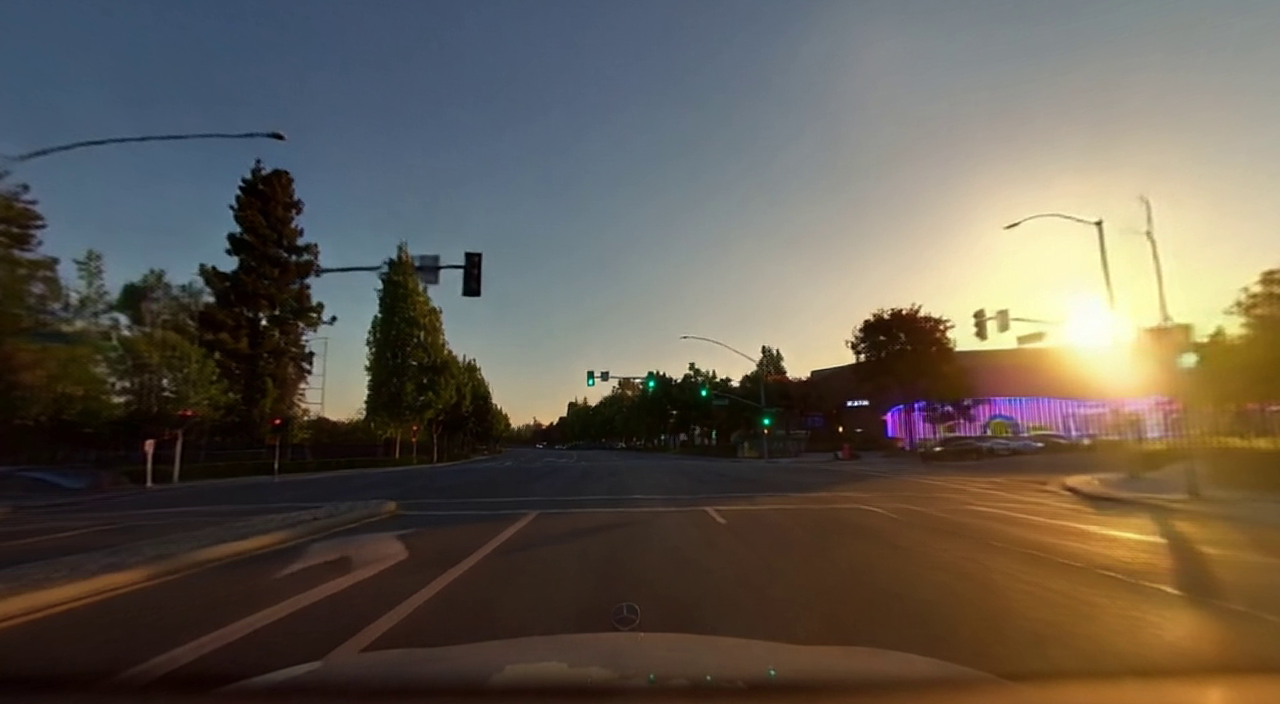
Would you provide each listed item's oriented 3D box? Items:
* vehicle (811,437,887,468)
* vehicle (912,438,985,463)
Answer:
[{"bbox_3d":[12.170,5.841,36.789,3.780,1.496,1.867,0,-8,-23],"label":"vehicle"},{"bbox_3d":[19.101,6.081,39.155,3.942,1.505,1.848,4,-9,-23],"label":"vehicle"}]
